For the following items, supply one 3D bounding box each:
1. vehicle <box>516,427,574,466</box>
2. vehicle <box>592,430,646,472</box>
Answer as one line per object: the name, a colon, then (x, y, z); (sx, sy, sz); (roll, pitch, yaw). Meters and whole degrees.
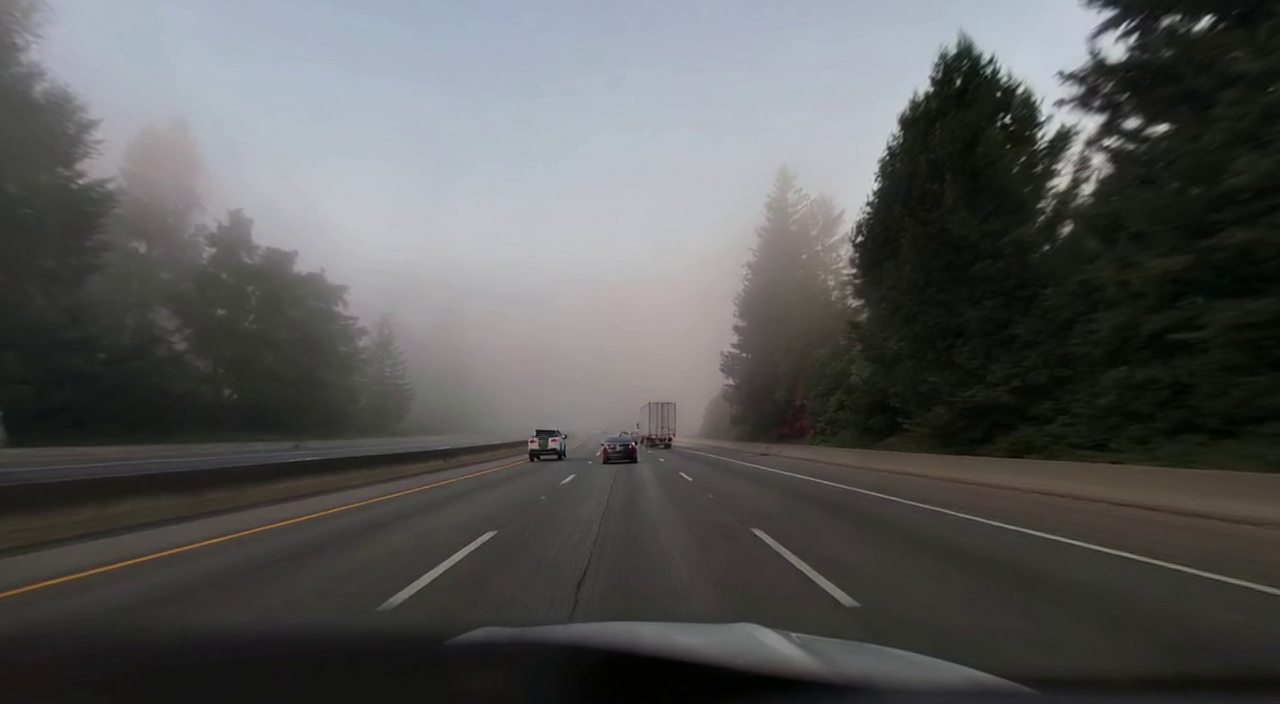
vehicle: (-4.699, 4.747, 31.800); (2.234, 1.773, 5.134); (0, -8, -1)
vehicle: (-0.833, 4.049, 25.911); (2.048, 1.563, 4.087); (0, -8, -1)
